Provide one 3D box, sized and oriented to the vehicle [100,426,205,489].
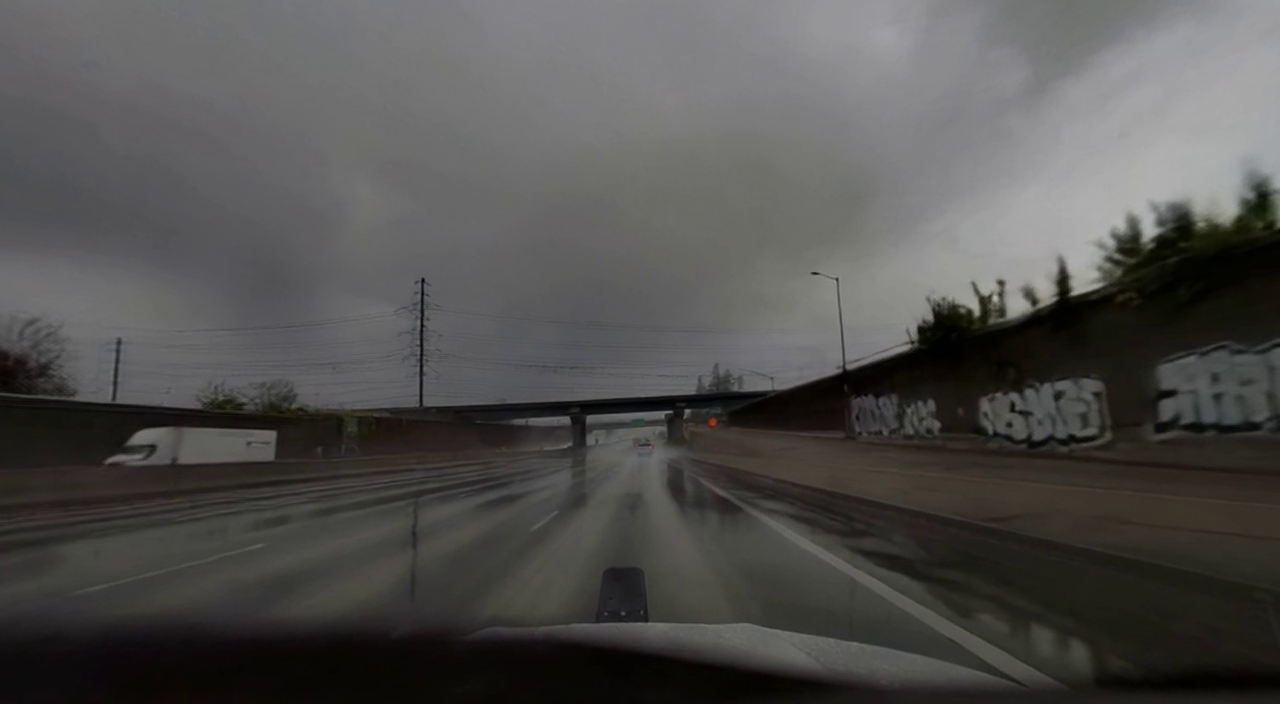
[{"bbox_3d":[-33.281,7.190,43.330,2.901,3.943,6.001,1,-9,-9],"label":"vehicle"}]
